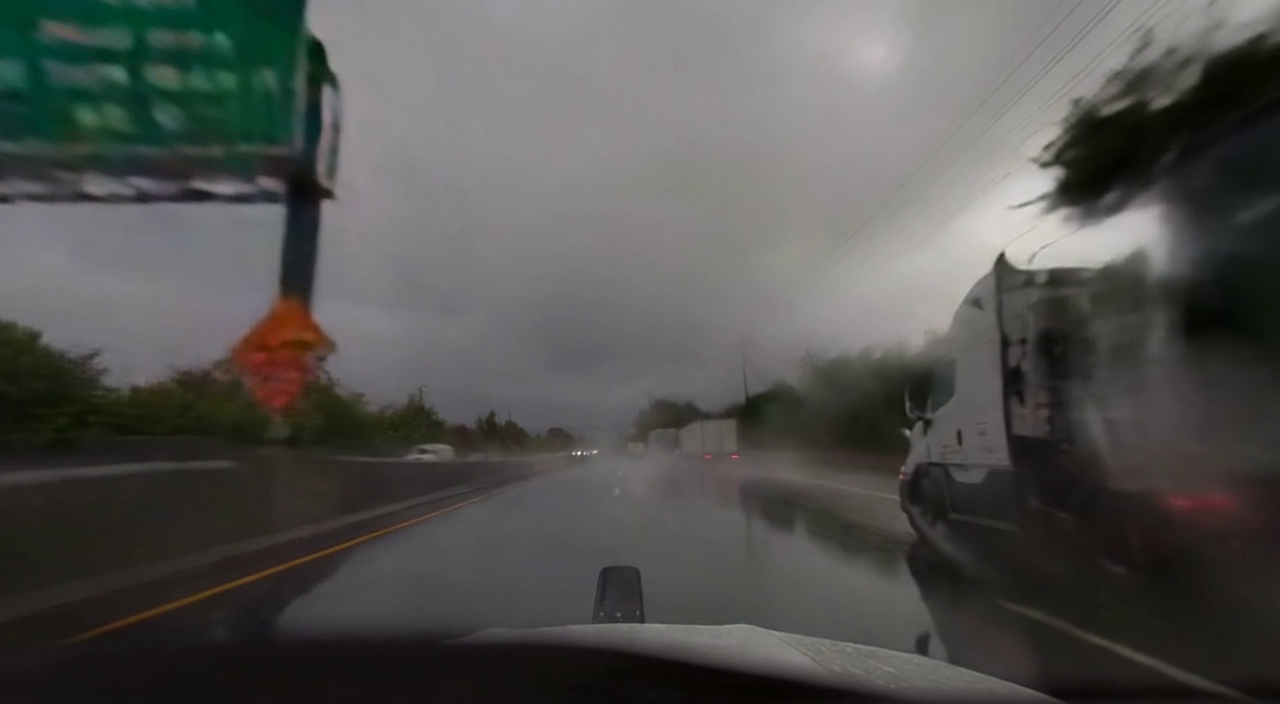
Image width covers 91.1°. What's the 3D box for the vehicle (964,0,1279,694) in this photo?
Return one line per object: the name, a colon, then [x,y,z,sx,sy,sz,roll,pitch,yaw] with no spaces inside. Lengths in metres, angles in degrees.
vehicle: [5.111,-0.365,2.057,2.869,4.048,8.895,0,-9,-3]
